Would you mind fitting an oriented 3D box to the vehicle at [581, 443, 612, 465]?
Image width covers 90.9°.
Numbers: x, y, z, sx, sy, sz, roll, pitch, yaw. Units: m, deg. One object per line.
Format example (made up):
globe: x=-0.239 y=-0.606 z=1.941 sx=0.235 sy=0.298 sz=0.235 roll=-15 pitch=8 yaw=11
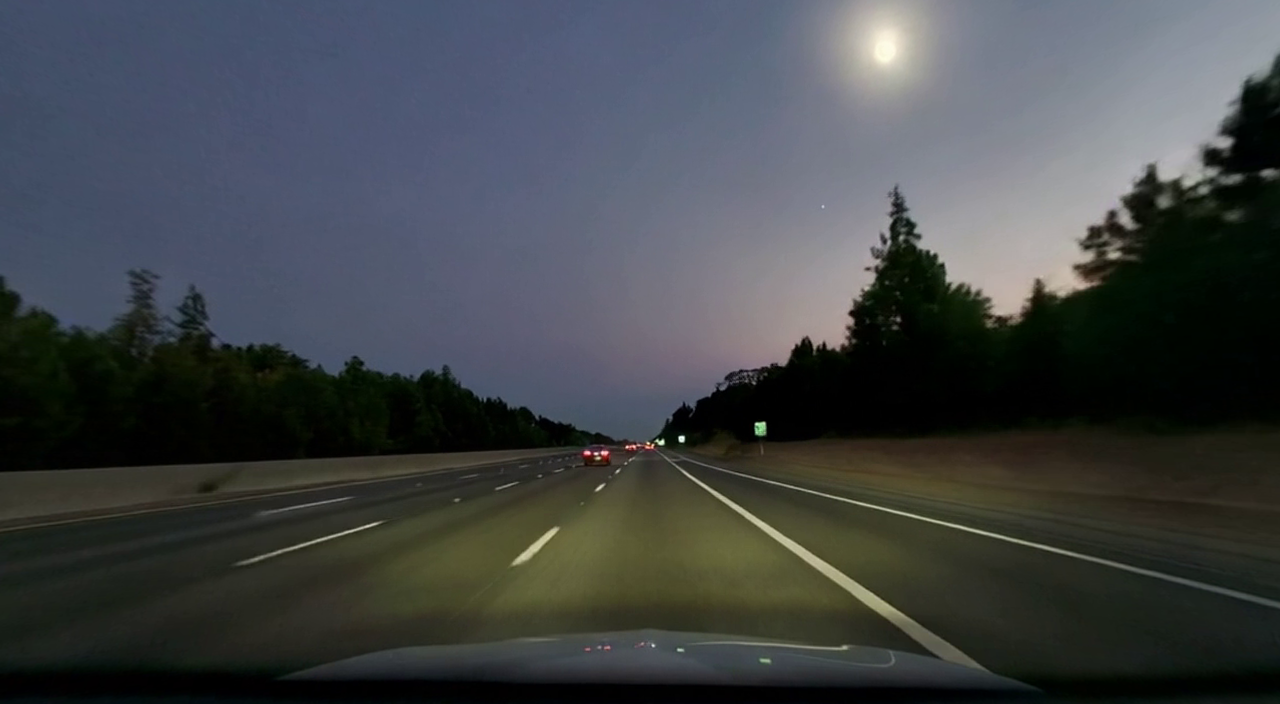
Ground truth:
vehicle: x=-3.256 y=7.701 z=47.745 sx=1.993 sy=1.589 sz=3.898 roll=0 pitch=-8 yaw=0
